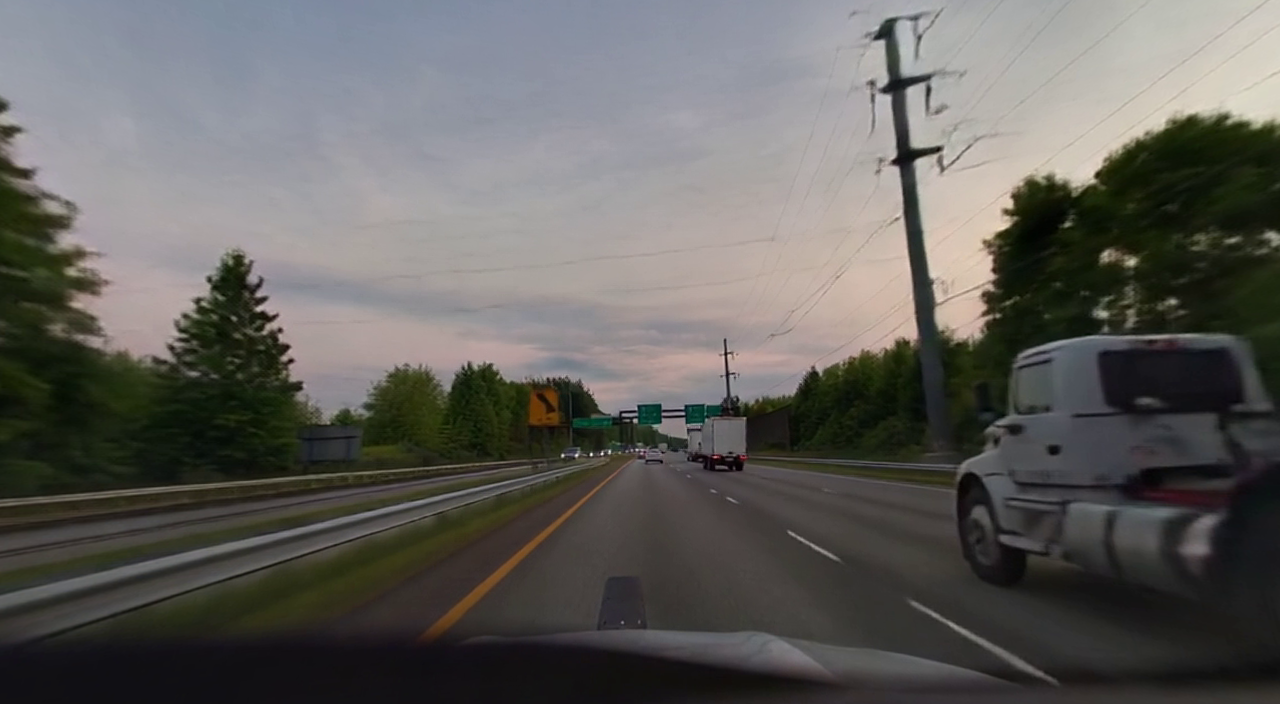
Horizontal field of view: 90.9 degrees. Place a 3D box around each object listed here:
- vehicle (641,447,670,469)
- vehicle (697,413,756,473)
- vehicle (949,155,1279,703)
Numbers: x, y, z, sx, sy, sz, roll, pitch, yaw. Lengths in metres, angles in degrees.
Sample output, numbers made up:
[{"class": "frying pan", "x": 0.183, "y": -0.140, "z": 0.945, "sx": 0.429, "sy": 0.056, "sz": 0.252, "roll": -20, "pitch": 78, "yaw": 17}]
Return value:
[{"class": "vehicle", "x": 1.127, "y": 7.822, "z": 46.741, "sx": 2.049, "sy": 1.500, "sz": 3.790, "roll": 0, "pitch": -9, "yaw": 0}, {"class": "vehicle", "x": 5.206, "y": 5.674, "z": 39.211, "sx": 2.743, "sy": 3.367, "sz": 7.306, "roll": 0, "pitch": -9, "yaw": 1}, {"class": "vehicle", "x": 4.388, "y": 0.467, "z": 3.140, "sx": 2.569, "sy": 2.783, "sz": 5.984, "roll": 0, "pitch": -9, "yaw": 0}]
